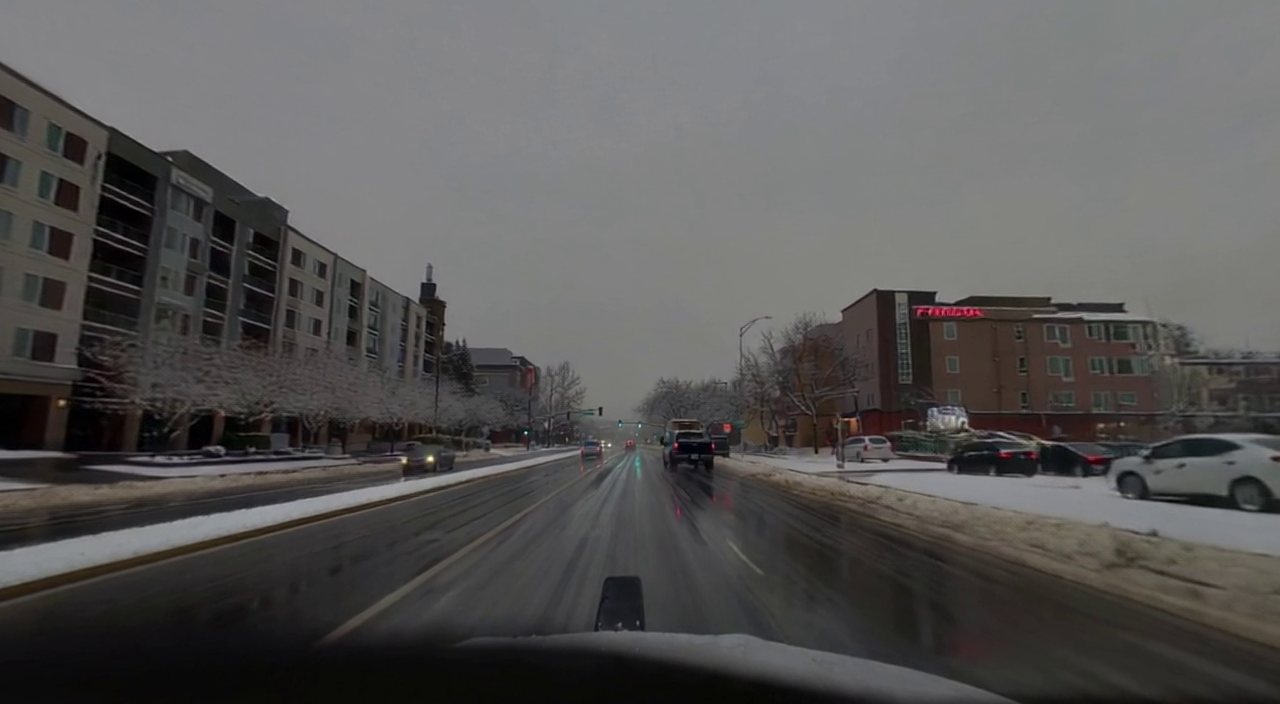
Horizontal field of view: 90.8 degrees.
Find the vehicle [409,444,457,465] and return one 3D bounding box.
[{"bbox_3d":[-15.438,7.649,47.392,2.019,1.471,4.513,0,-8,0],"label":"vehicle"}]

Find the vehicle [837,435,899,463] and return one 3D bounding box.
[{"bbox_3d":[14.430,6.158,40.245,1.975,1.648,4.451,1,-8,-5],"label":"vehicle"}]

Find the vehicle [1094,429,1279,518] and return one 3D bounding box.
[{"bbox_3d":[12.009,2.337,12.607,1.954,1.483,4.742,-2,-8,-7],"label":"vehicle"}]

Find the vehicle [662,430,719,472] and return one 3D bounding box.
[{"bbox_3d":[2.282,4.691,29.992,2.130,1.787,5.126,0,-8,-1],"label":"vehicle"}]

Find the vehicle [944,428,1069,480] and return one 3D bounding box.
[{"bbox_3d":[14.219,4.022,24.948,2.019,1.819,4.909,0,-9,1],"label":"vehicle"}]

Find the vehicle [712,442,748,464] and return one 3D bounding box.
[{"bbox_3d":[6.313,7.110,44.538,1.795,1.459,4.333,0,-8,-2],"label":"vehicle"}]

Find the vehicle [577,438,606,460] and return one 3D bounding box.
[{"bbox_3d":[-3.706,7.535,49.099,2.046,1.617,4.601,0,-8,-1],"label":"vehicle"}]
